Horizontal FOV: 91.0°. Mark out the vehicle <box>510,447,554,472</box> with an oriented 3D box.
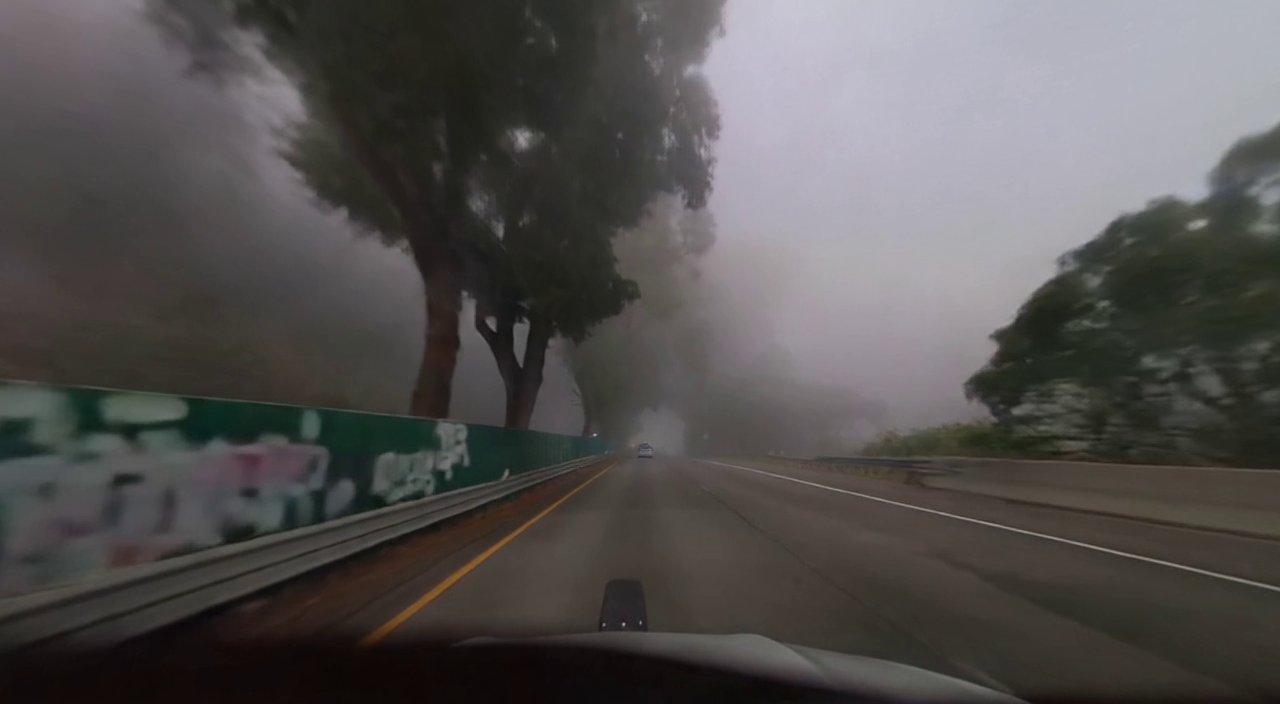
[{"bbox_3d":[-6.899,6.901,40.631,2.034,1.457,4.469,0,-8,1],"label":"vehicle"}]
